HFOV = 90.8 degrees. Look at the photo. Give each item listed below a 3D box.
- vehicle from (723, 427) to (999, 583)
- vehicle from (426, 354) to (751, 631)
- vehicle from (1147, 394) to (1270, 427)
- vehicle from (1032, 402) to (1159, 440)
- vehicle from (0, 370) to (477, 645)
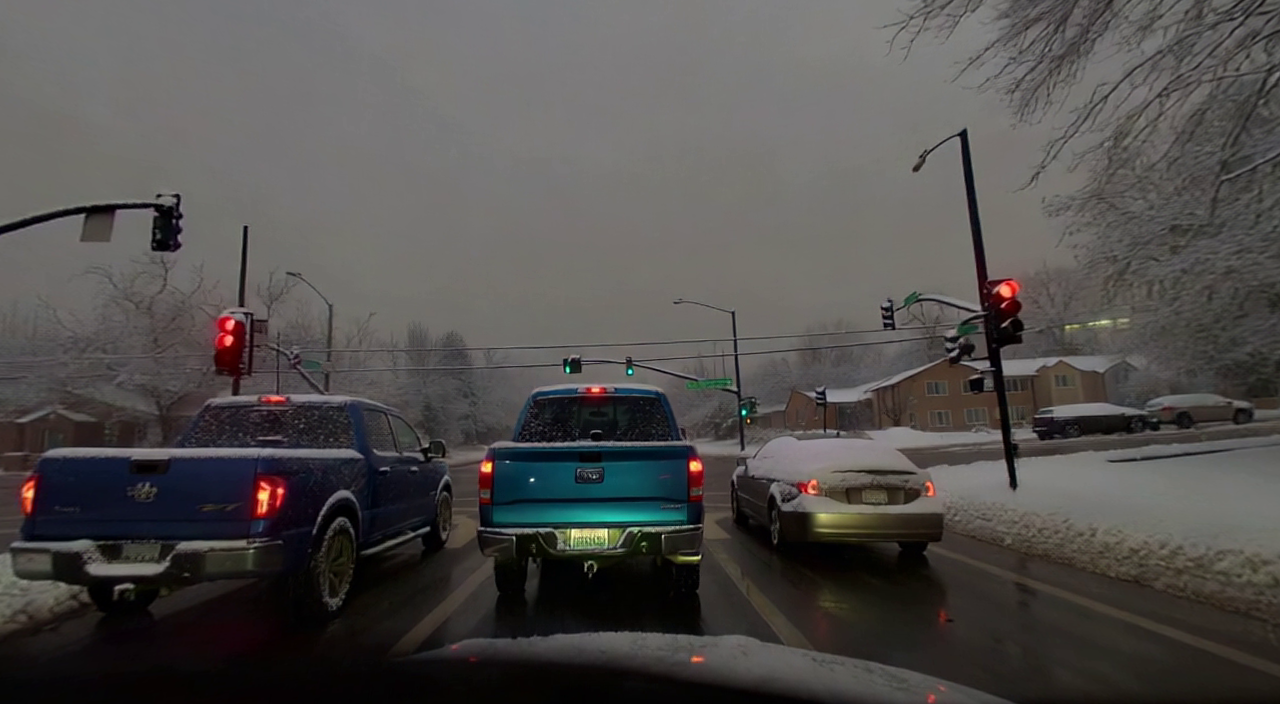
[{"bbox_3d":[2.421,1.803,8.323,2.016,1.481,4.336,0,-9,-1],"label":"vehicle"},{"bbox_3d":[-0.398,1.313,6.770,2.282,1.964,4.421,0,-9,-1],"label":"vehicle"},{"bbox_3d":[29.320,3.043,32.661,4.540,1.543,1.803,0,-9,0],"label":"vehicle"},{"bbox_3d":[23.290,3.590,32.481,4.721,1.866,2.188,0,-9,2],"label":"vehicle"},{"bbox_3d":[-3.464,1.417,6.881,2.146,1.828,5.148,0,-9,-2],"label":"vehicle"}]
